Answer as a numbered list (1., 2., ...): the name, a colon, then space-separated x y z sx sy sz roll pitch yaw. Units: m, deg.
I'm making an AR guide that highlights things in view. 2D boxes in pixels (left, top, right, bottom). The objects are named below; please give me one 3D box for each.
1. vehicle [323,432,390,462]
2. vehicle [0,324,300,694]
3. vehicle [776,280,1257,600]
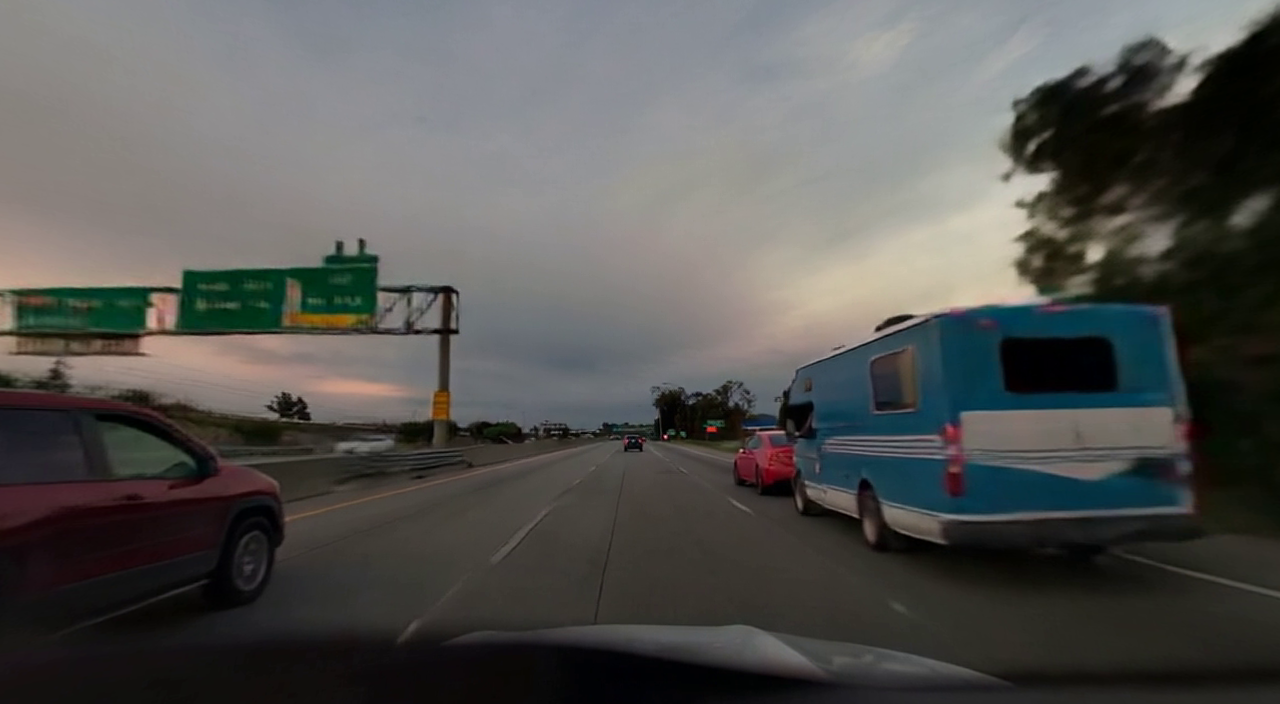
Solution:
1. vehicle: -16.341 5.481 36.601 1.947 1.633 4.262 0 -8 -1
2. vehicle: -4.067 0.796 3.361 2.061 1.732 4.457 0 -8 -1
3. vehicle: 3.746 1.070 8.077 2.590 2.680 5.445 0 -8 -2
